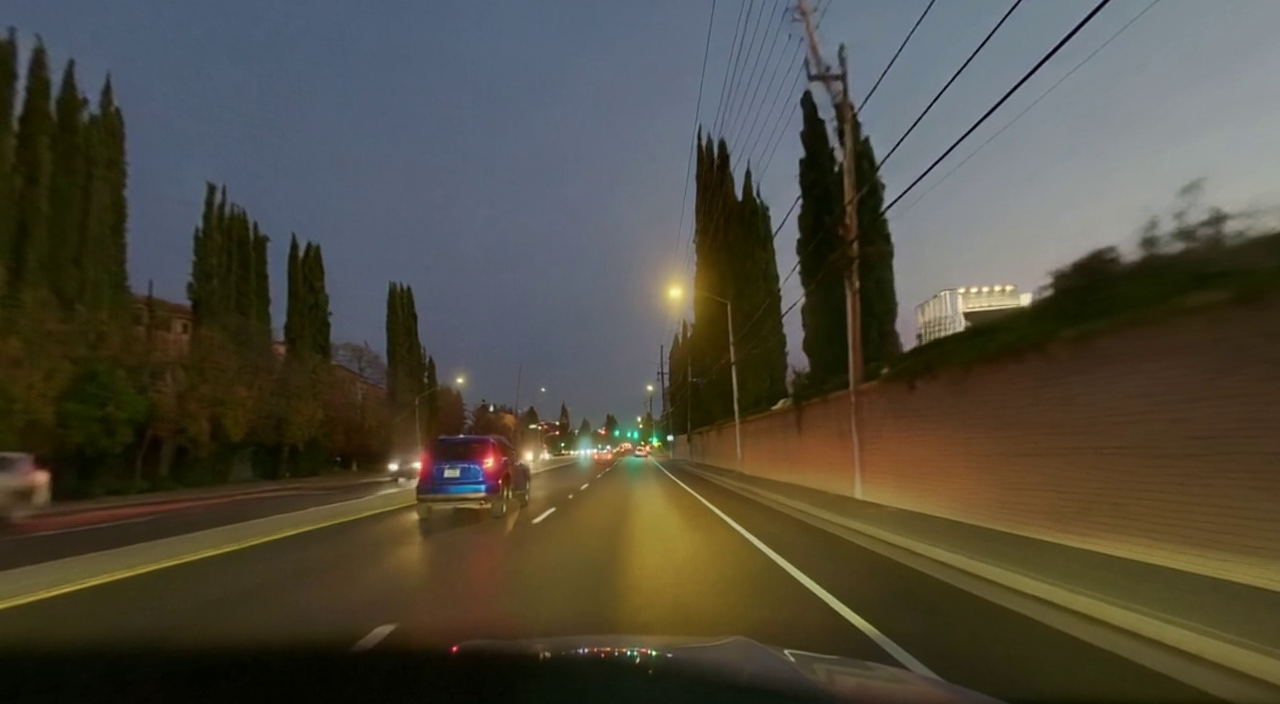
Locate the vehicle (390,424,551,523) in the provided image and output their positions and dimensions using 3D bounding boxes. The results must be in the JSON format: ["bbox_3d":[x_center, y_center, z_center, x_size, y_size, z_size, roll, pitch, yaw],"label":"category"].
[{"bbox_3d":[-3.351,2.506,13.558,2.147,1.730,4.555,0,-8,1],"label":"vehicle"}]
